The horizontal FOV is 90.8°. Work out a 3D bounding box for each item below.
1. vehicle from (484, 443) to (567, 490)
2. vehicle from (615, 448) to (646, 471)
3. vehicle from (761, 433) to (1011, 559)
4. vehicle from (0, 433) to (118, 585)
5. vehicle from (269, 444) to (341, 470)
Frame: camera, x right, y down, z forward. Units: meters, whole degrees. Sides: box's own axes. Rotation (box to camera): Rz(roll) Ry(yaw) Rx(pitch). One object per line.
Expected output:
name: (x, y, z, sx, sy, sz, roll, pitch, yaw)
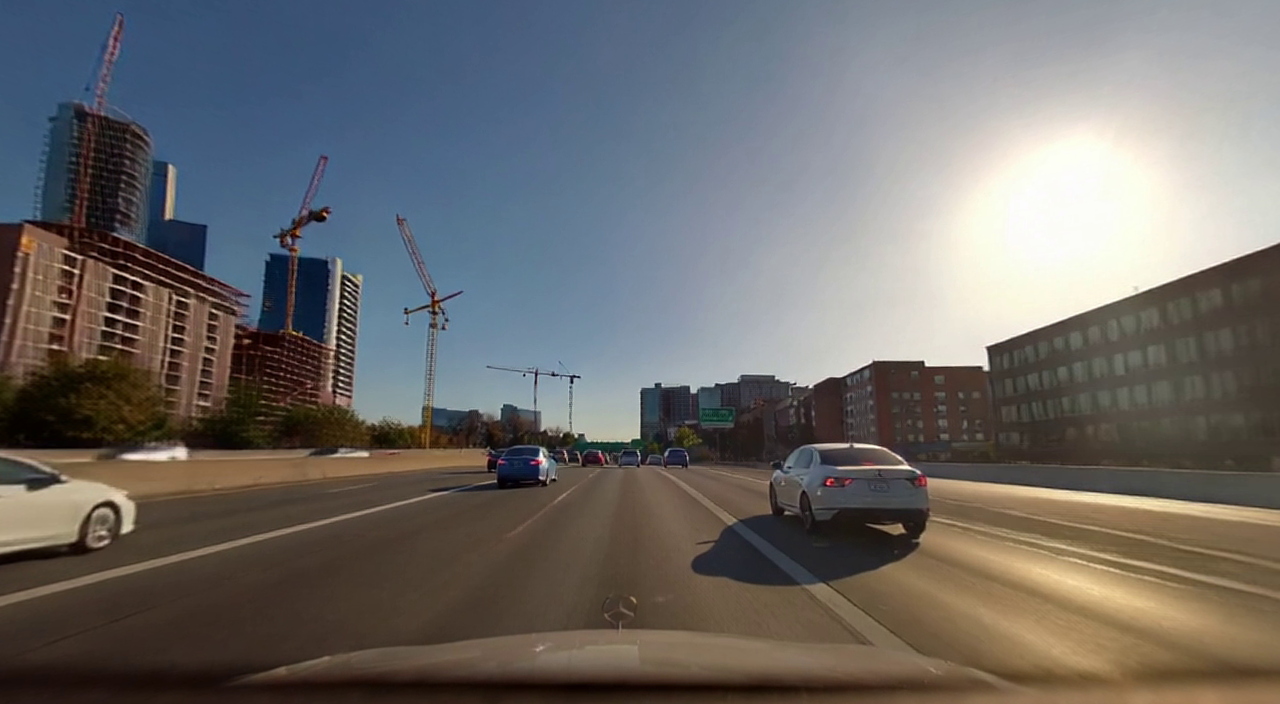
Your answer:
vehicle: (-4.023, 4.087, 23.018, 2.136, 1.512, 4.488, 0, -8, 1)
vehicle: (-0.624, 7.364, 43.383, 2.019, 1.472, 3.971, 0, -8, -1)
vehicle: (3.376, 2.053, 9.835, 1.995, 1.486, 4.463, 0, -8, -1)
vehicle: (-7.497, 1.493, 5.706, 1.951, 1.528, 4.209, 0, -8, 0)
vehicle: (-20.396, 6.403, 38.708, 1.848, 1.498, 4.626, 0, -8, 0)
